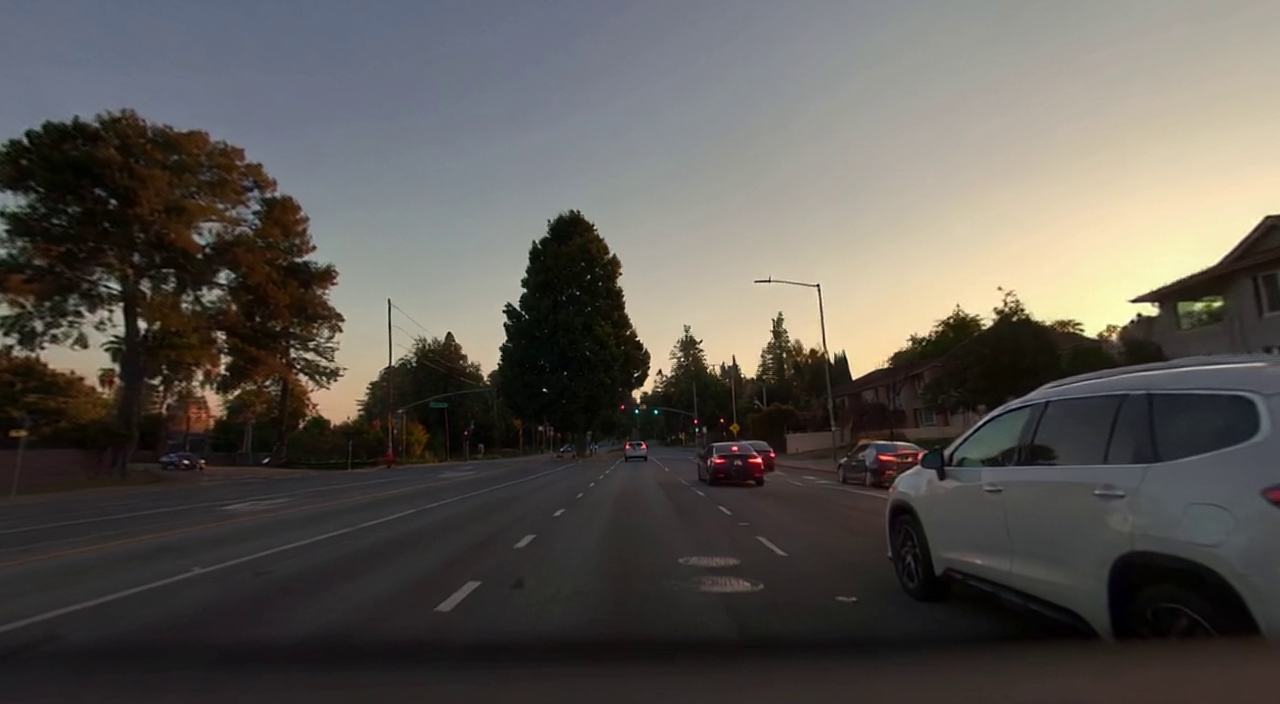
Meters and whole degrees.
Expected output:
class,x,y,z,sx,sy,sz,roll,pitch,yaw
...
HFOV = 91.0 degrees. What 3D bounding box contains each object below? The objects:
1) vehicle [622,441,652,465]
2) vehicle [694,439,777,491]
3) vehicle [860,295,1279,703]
class,x,y,z,sx,sy,sz,roll,pitch,yaw
vehicle,-0.223,7.664,47.838,2.146,1.685,4.003,0,-9,-1
vehicle,2.912,3.559,20.123,1.889,1.451,4.180,0,-9,-1
vehicle,3.126,0.927,3.481,2.129,1.761,4.610,0,-9,0
